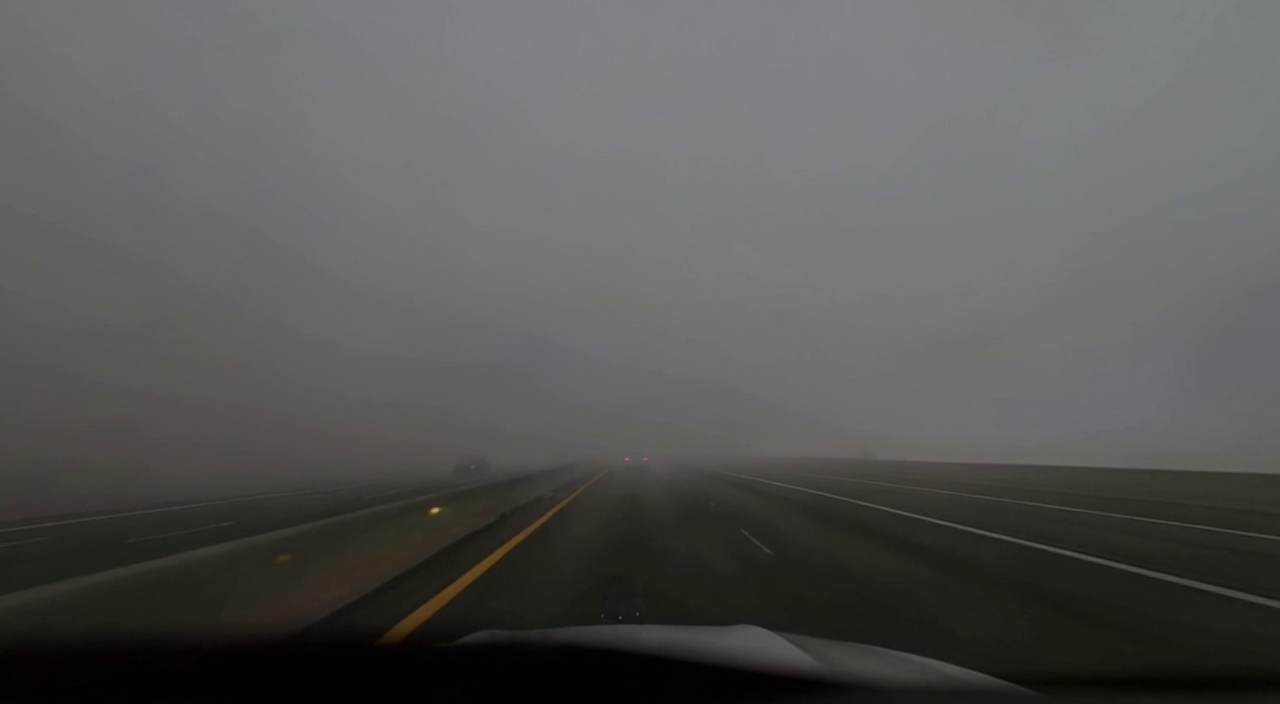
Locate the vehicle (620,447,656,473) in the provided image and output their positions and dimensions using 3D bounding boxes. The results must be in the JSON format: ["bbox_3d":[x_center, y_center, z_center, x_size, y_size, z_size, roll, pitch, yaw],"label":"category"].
[{"bbox_3d":[-0.159,6.657,38.734,2.083,1.473,3.923,0,-9,-1],"label":"vehicle"}]
